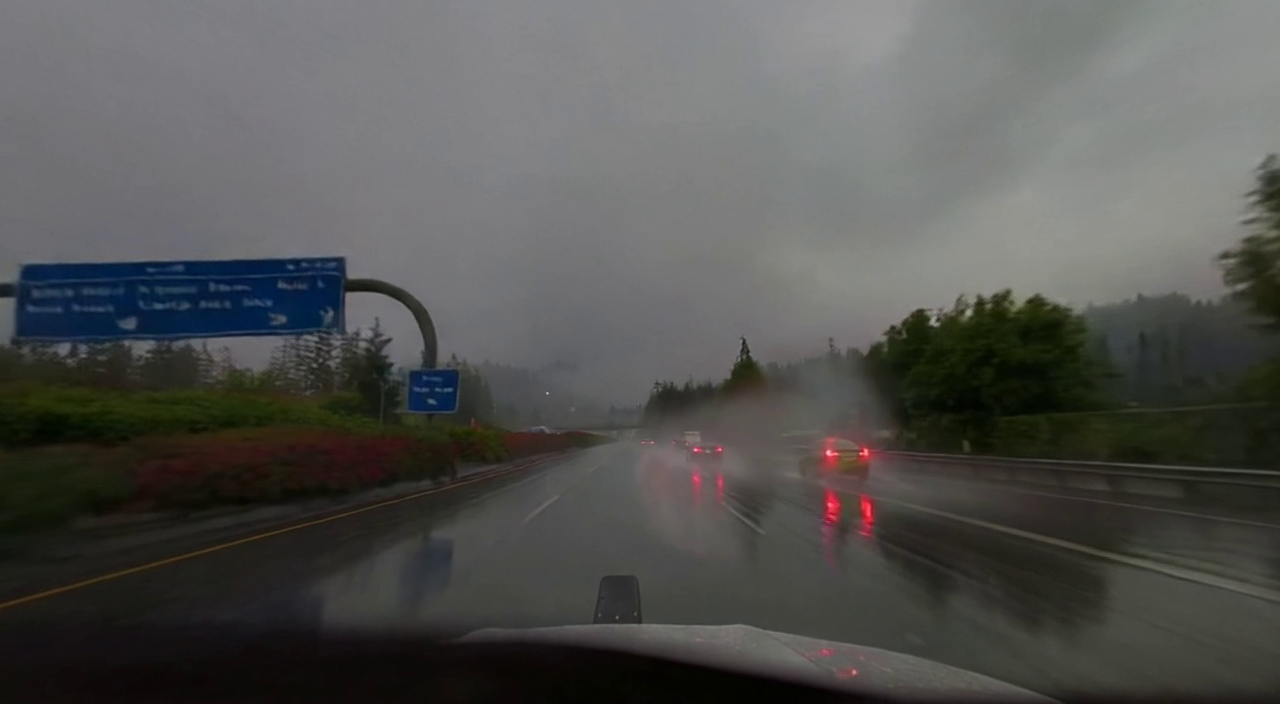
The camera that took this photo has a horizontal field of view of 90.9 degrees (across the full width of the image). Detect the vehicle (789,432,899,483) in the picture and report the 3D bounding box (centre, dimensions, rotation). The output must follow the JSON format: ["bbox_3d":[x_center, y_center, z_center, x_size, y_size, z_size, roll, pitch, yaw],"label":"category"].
[{"bbox_3d":[6.792,3.528,21.640,2.003,1.522,4.940,0,-8,-1],"label":"vehicle"}]

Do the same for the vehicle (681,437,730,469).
[{"bbox_3d":[3.123,4.882,30.769,1.819,1.468,3.770,0,-8,-2],"label":"vehicle"}]

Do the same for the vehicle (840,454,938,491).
[{"bbox_3d":[6.900,3.357,17.746,1.535,0.862,2.814,0,-8,-2],"label":"vehicle"}]
